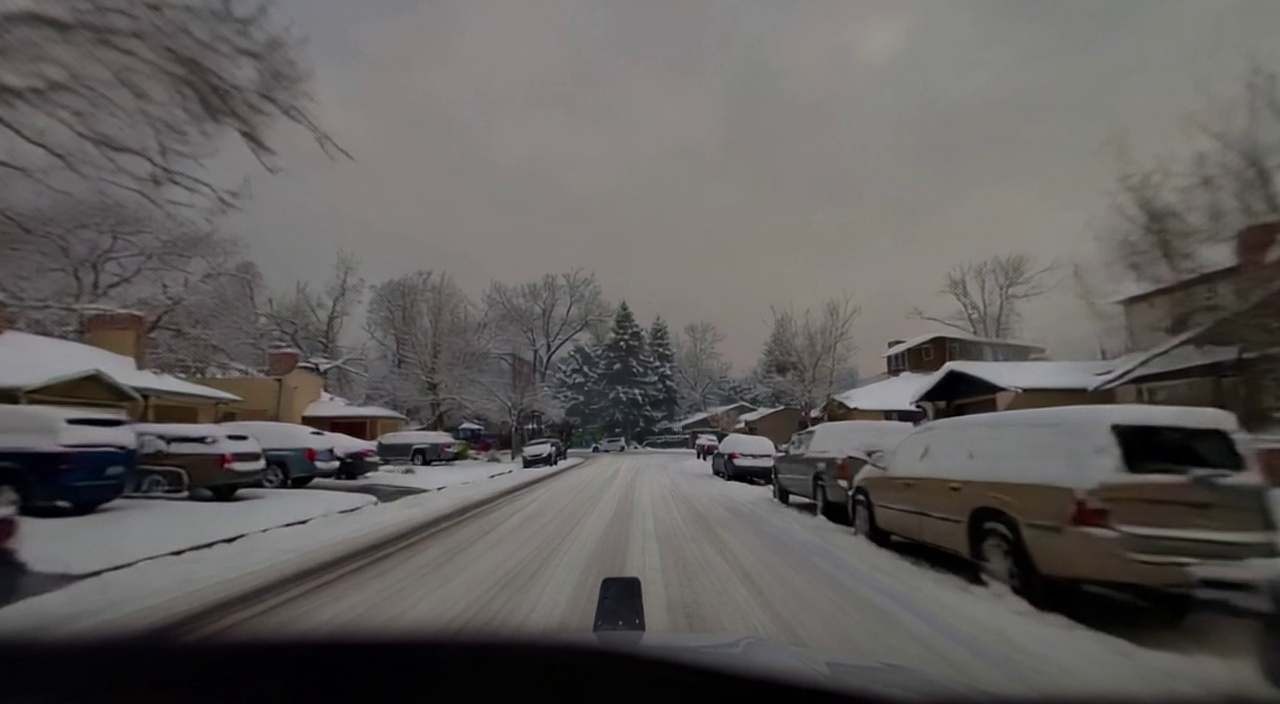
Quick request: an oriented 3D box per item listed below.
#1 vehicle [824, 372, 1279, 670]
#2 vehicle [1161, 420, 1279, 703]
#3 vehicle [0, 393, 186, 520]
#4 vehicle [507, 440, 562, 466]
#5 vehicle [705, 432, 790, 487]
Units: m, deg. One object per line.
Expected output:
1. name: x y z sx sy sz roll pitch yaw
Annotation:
1. vehicle: 3.831 1.435 6.699 2.046 1.835 5.411 0 -8 -1
2. vehicle: 3.902 0.764 0.990 2.042 1.456 4.903 0 -8 1
3. vehicle: -10.667 1.686 10.318 4.641 1.844 2.243 0 -8 -5
4. vehicle: -6.664 6.247 39.361 2.236 1.459 4.832 3 -9 -23
5. vehicle: 3.921 3.986 24.067 2.235 1.829 5.194 0 -8 -1
